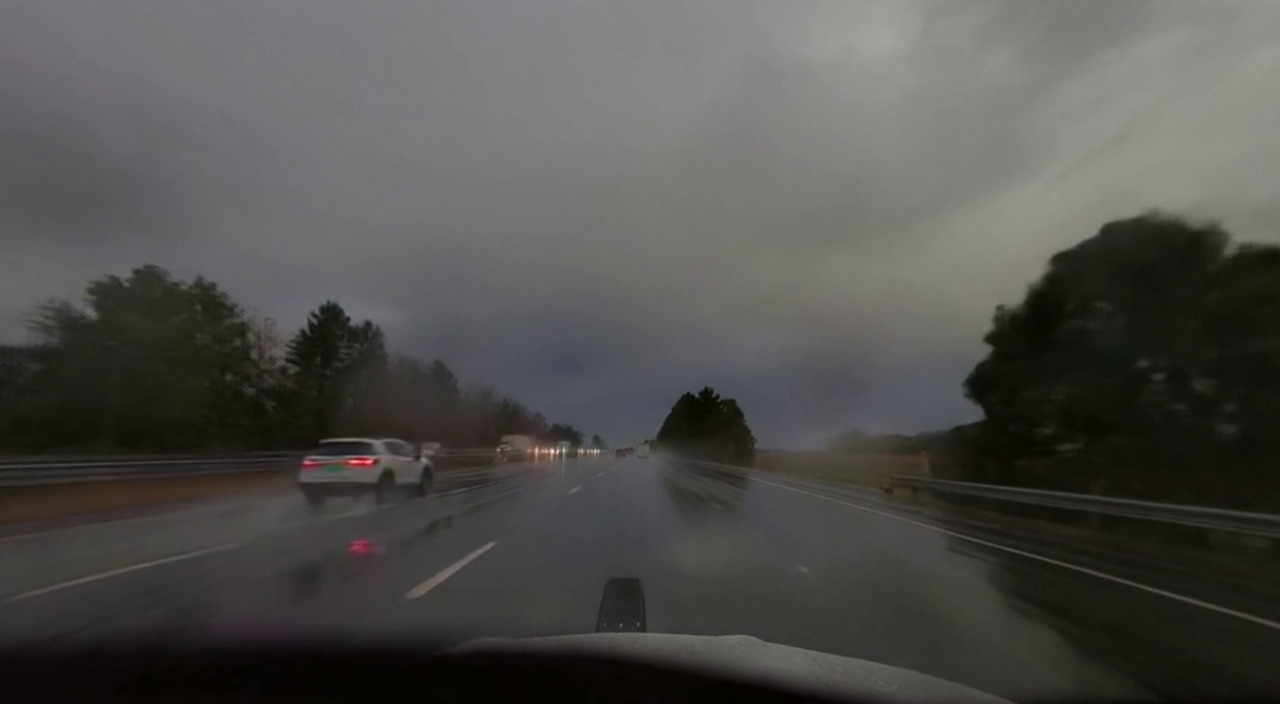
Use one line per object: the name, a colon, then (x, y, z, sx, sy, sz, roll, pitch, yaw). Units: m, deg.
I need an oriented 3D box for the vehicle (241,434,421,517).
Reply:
vehicle: (-7.046, 2.847, 15.028, 2.115, 1.664, 4.259, 0, -9, 0)
